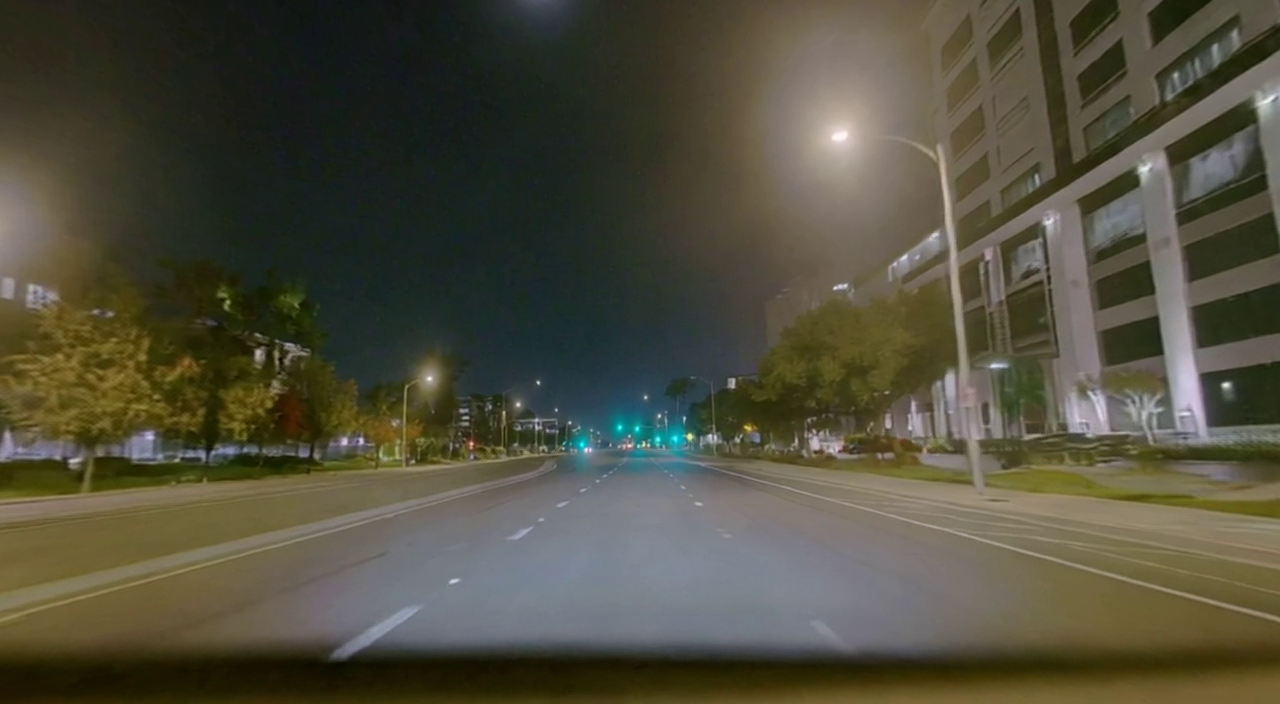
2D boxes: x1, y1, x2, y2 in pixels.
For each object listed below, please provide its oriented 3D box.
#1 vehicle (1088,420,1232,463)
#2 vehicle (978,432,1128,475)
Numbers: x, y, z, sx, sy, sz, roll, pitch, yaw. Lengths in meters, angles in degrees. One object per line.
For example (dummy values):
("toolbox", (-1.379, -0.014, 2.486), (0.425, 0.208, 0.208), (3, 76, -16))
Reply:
("vehicle", (30.164, 5.204, 36.788), (6.323, 2.077, 2.262), (-3, -8, -2))
("vehicle", (17.467, 4.315, 26.875), (4.938, 1.729, 2.098), (1, -9, -3))
